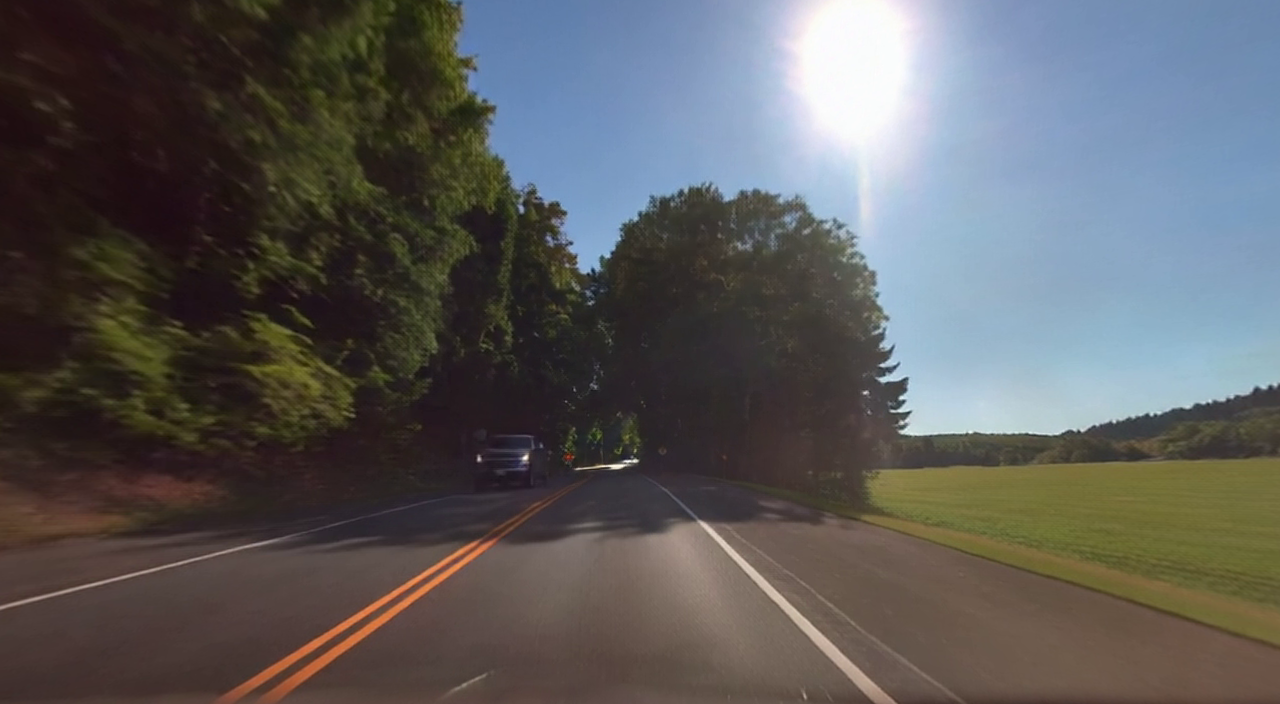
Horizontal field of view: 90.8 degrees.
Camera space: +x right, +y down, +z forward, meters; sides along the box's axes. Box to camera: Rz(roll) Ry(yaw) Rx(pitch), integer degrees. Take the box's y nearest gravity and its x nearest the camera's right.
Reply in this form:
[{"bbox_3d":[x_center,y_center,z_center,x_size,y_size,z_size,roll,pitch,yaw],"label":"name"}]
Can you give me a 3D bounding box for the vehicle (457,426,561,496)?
[{"bbox_3d":[-4.581,3.951,23.300,2.638,2.200,5.867,-1,-8,0],"label":"vehicle"}]
